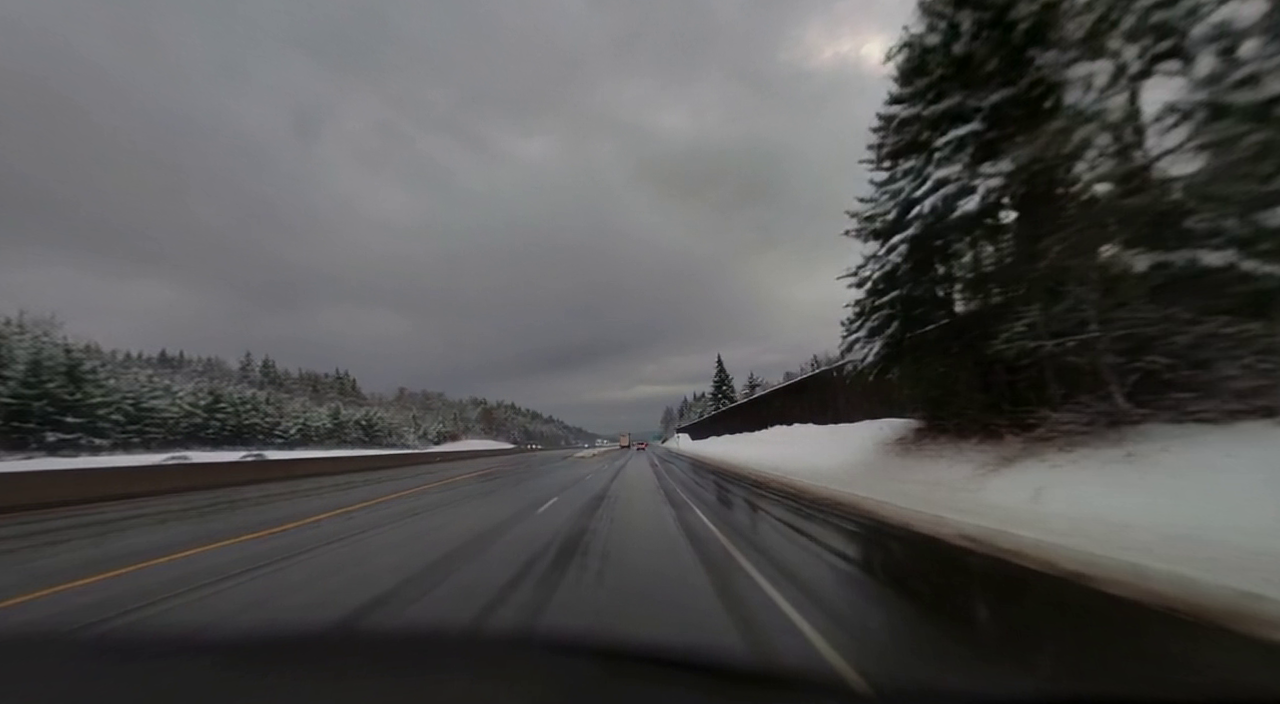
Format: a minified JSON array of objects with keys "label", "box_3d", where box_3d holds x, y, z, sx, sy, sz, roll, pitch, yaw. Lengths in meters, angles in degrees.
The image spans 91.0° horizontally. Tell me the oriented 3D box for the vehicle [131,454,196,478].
[{"label":"vehicle","box_3d":[-34.305,8.194,45.426,1.815,1.475,4.486,1,-8,-10]}]
